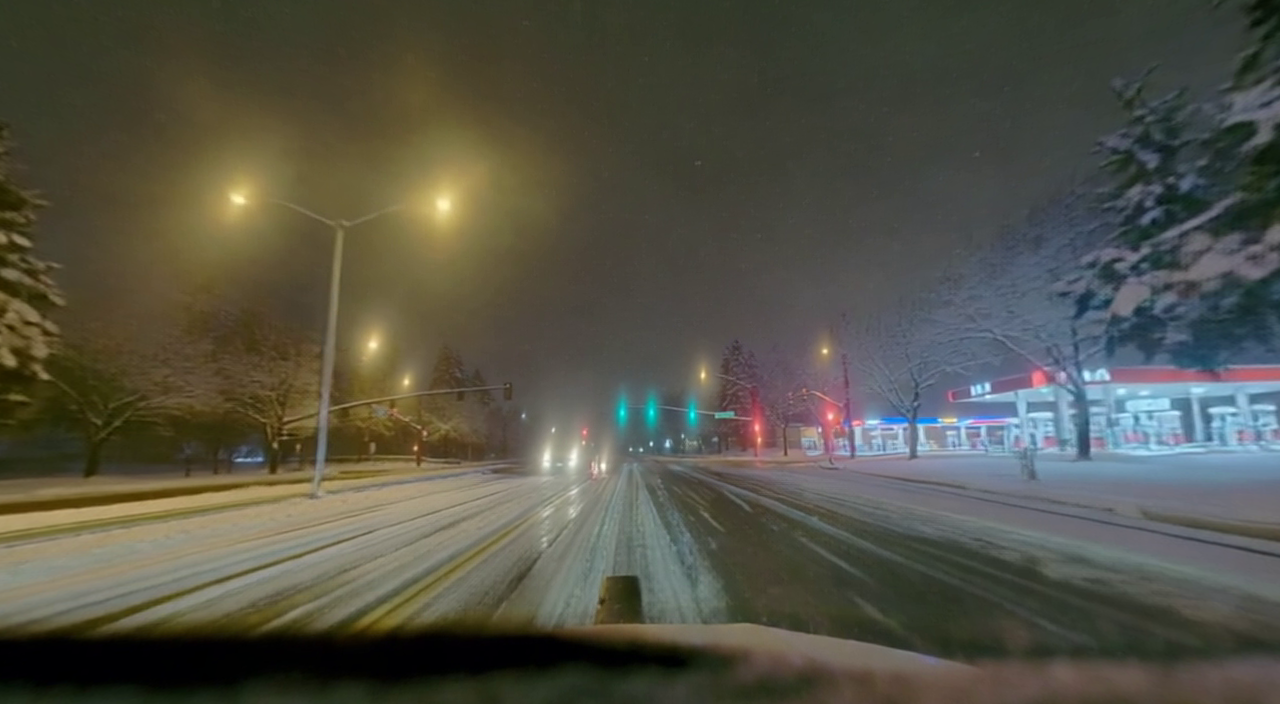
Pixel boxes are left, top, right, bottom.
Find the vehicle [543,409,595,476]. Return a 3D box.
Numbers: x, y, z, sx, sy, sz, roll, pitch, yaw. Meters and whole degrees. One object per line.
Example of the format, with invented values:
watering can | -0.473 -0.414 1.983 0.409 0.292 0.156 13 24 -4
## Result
vehicle | -4.036 5.156 36.234 2.637 3.576 3.006 -1 -7 -1
